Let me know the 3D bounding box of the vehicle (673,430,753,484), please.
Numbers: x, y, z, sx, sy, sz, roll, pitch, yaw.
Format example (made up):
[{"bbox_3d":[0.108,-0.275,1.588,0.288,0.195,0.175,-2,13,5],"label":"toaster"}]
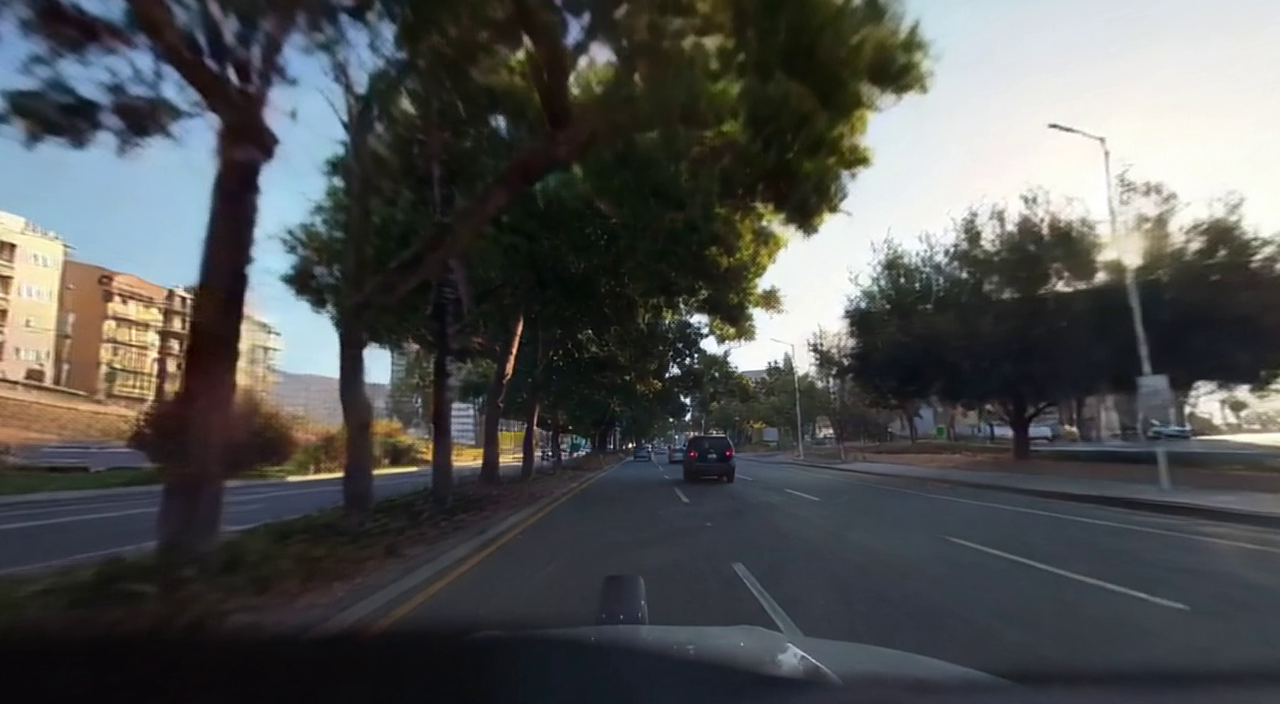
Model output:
[{"bbox_3d":[2.890,4.390,26.568,2.559,2.017,5.562,0,-9,-1],"label":"vehicle"}]

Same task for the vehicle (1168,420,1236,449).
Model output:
[{"bbox_3d":[35.150,5.233,39.659,2.287,1.669,4.382,-6,-10,31],"label":"vehicle"}]
